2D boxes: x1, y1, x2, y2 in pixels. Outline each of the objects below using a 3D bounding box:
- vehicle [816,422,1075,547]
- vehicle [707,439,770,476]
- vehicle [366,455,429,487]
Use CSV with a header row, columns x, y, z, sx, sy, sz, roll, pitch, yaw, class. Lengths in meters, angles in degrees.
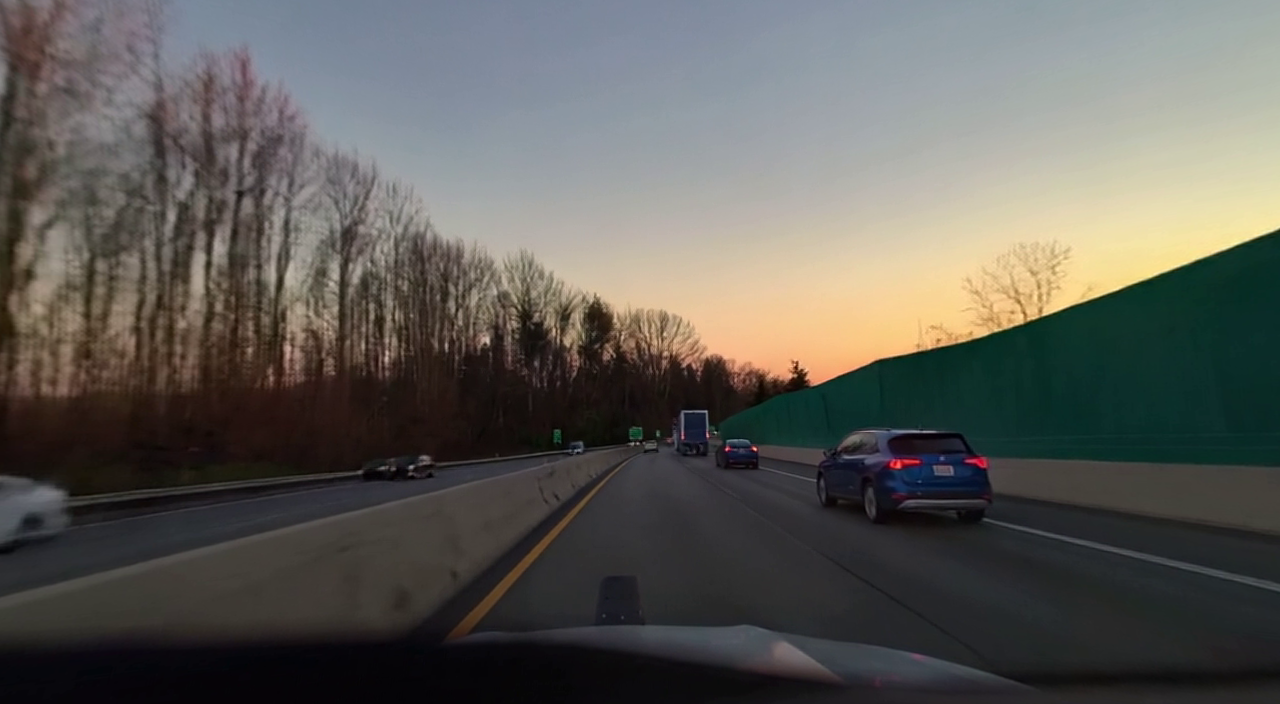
x,y,z,sx,sy,sz,roll,pitch,yaw,class
4.374,1.940,9.893,1.940,1.539,4.005,1,-8,-2,vehicle
4.271,4.635,27.995,2.000,1.473,4.440,1,-8,-1,vehicle
-12.377,6.070,32.382,1.822,1.462,3.905,1,-8,-3,vehicle
